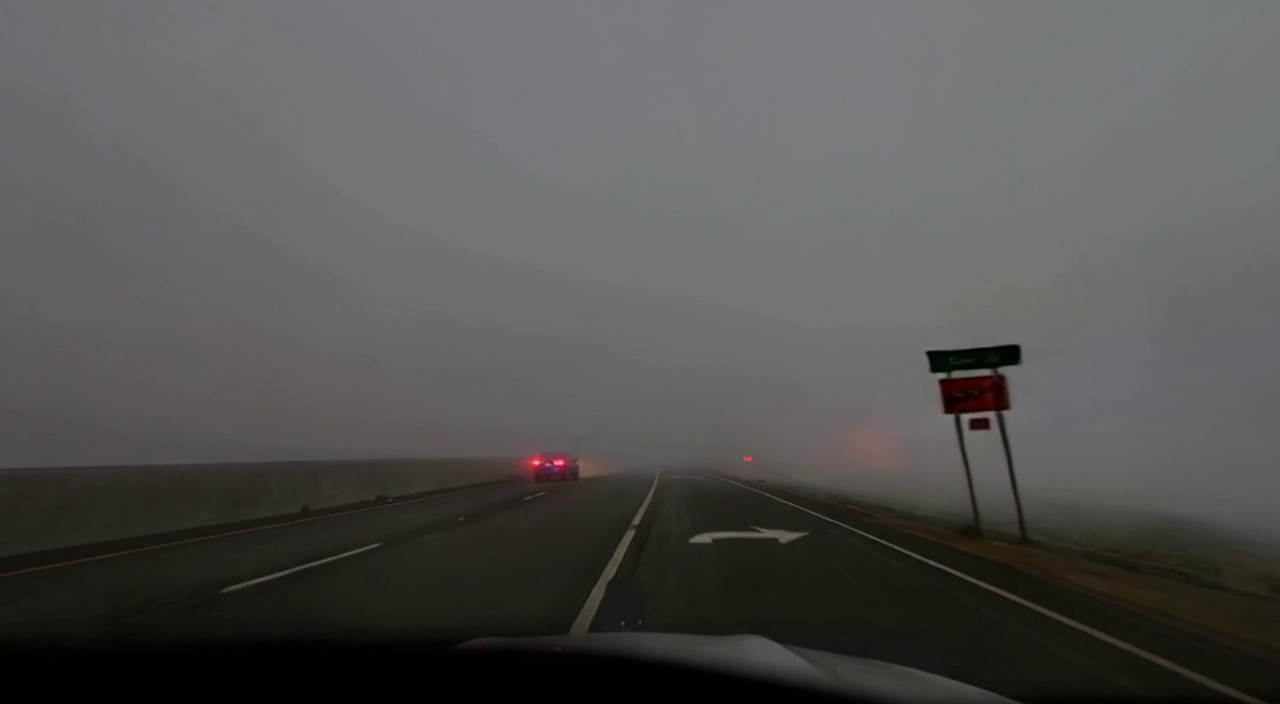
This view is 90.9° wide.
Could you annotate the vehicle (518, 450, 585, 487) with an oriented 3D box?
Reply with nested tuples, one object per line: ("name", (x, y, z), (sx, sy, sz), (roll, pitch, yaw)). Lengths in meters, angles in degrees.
("vehicle", (-4.059, 5.431, 29.768), (2.172, 1.587, 4.518), (-1, -9, 5))
